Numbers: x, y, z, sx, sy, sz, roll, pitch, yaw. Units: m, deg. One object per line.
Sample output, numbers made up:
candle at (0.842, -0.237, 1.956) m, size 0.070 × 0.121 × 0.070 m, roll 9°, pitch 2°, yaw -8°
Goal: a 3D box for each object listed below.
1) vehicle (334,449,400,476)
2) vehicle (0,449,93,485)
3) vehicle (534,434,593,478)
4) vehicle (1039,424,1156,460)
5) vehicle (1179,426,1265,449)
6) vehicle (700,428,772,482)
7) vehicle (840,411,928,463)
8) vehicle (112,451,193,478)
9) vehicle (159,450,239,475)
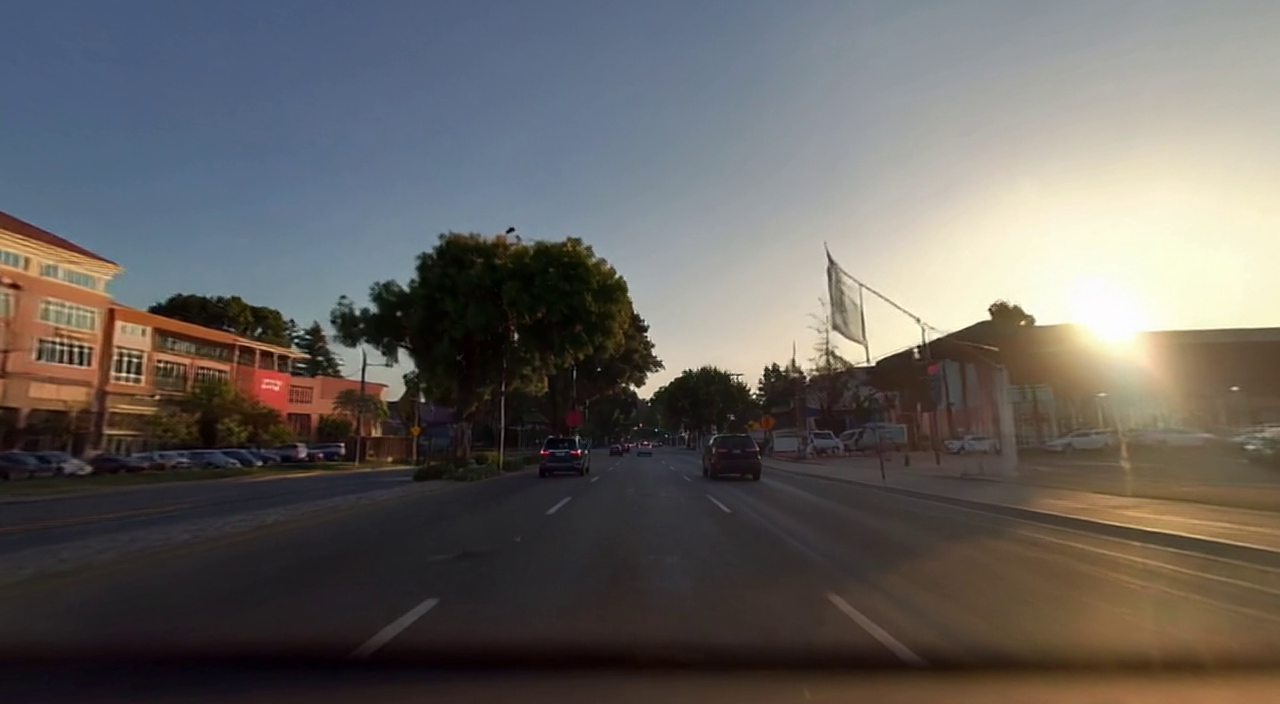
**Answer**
vehicle at (-15.573, 6.308, 36.018) m, size 1.790 × 1.430 × 4.298 m, roll 0°, pitch -8°, yaw 1°
vehicle at (-33.544, 6.249, 34.403) m, size 2.099 × 1.792 × 5.422 m, roll 0°, pitch -8°, yaw 1°
vehicle at (-3.263, 4.523, 27.627) m, size 2.014 × 1.775 × 4.404 m, roll 0°, pitch -8°, yaw 1°
vehicle at (29.282, 5.798, 40.332) m, size 5.686 × 2.220 × 2.112 m, roll 0°, pitch -9°, yaw 3°
vehicle at (38.915, 5.726, 42.066) m, size 3.796 × 1.381 × 1.757 m, roll -3°, pitch -9°, yaw 5°
vehicle at (3.630, 4.007, 24.650) m, size 2.024 × 1.921 × 4.431 m, roll 0°, pitch -8°, yaw -1°
vehicle at (16.261, 5.855, 42.488) m, size 2.919 × 3.125 × 7.218 m, roll 2°, pitch -10°, yaw -1°
vehicle at (-35.957, 8.275, 46.482) m, size 2.037 × 1.759 × 4.920 m, roll 0°, pitch -8°, yaw 0°
vehicle at (-32.810, 8.195, 46.897) m, size 2.067 × 1.643 × 4.998 m, roll -1°, pitch -8°, yaw 4°
